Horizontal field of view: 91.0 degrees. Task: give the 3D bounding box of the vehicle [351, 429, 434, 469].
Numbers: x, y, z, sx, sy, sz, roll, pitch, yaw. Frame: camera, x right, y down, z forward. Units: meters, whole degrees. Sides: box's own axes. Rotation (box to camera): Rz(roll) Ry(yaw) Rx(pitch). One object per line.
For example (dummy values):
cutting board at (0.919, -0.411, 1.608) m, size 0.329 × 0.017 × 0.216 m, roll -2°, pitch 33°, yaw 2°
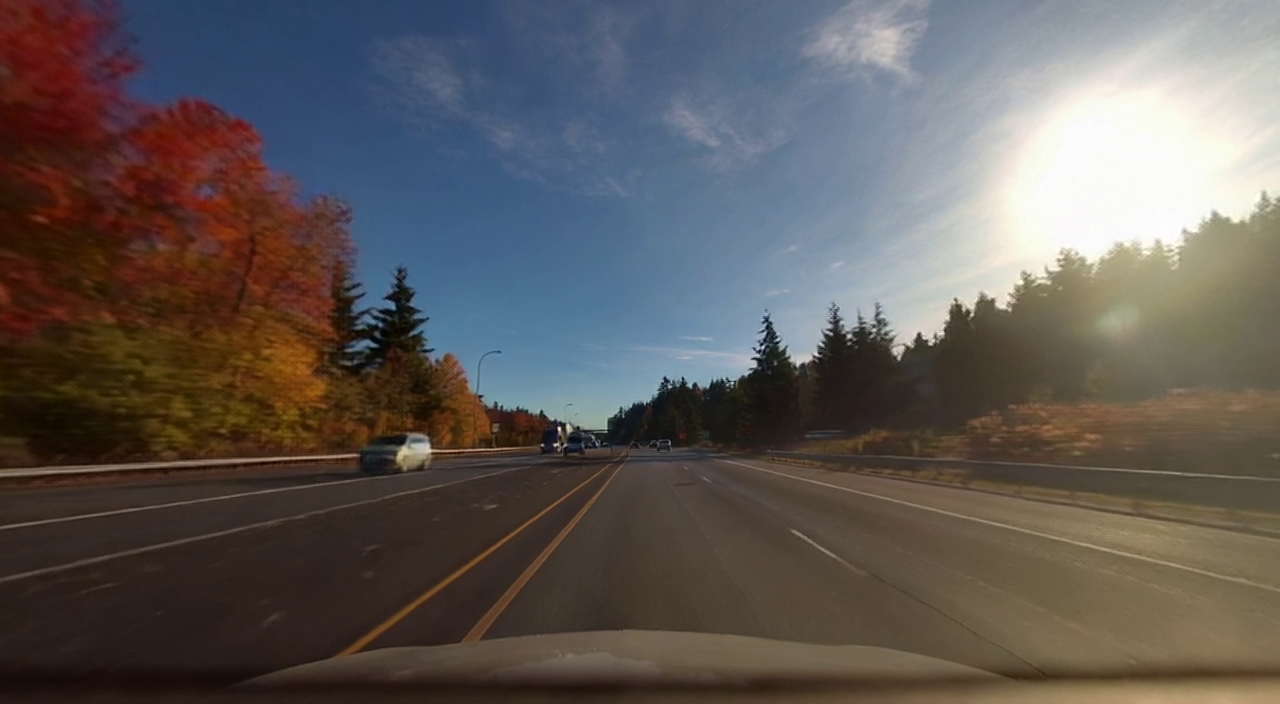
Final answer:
vehicle at (-10.869, 4.287, 27.980) m, size 1.935 × 1.609 × 4.144 m, roll 0°, pitch -8°, yaw 1°
